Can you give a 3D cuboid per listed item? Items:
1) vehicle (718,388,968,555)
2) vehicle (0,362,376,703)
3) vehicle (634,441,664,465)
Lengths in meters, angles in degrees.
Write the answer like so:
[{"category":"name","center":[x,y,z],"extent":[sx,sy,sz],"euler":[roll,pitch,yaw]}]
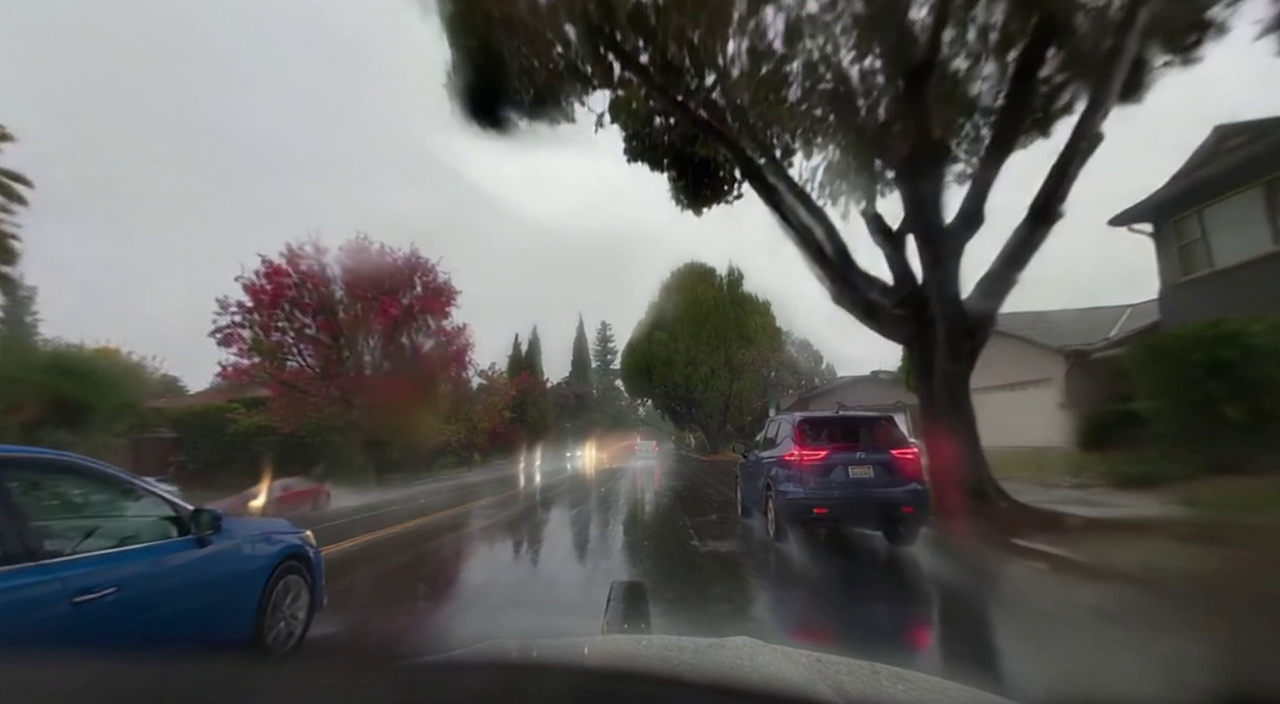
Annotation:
[{"category":"vehicle","center":[2.881,1.898,10.727],"extent":[2.338,2.063,5.592],"euler":[0,-8,0]},{"category":"vehicle","center":[-3.195,0.968,2.747],"extent":[2.058,1.659,4.514],"euler":[-1,-8,1]},{"category":"vehicle","center":[0.682,7.760,48.503],"extent":[2.138,1.729,4.178],"euler":[-1,-8,1]}]
